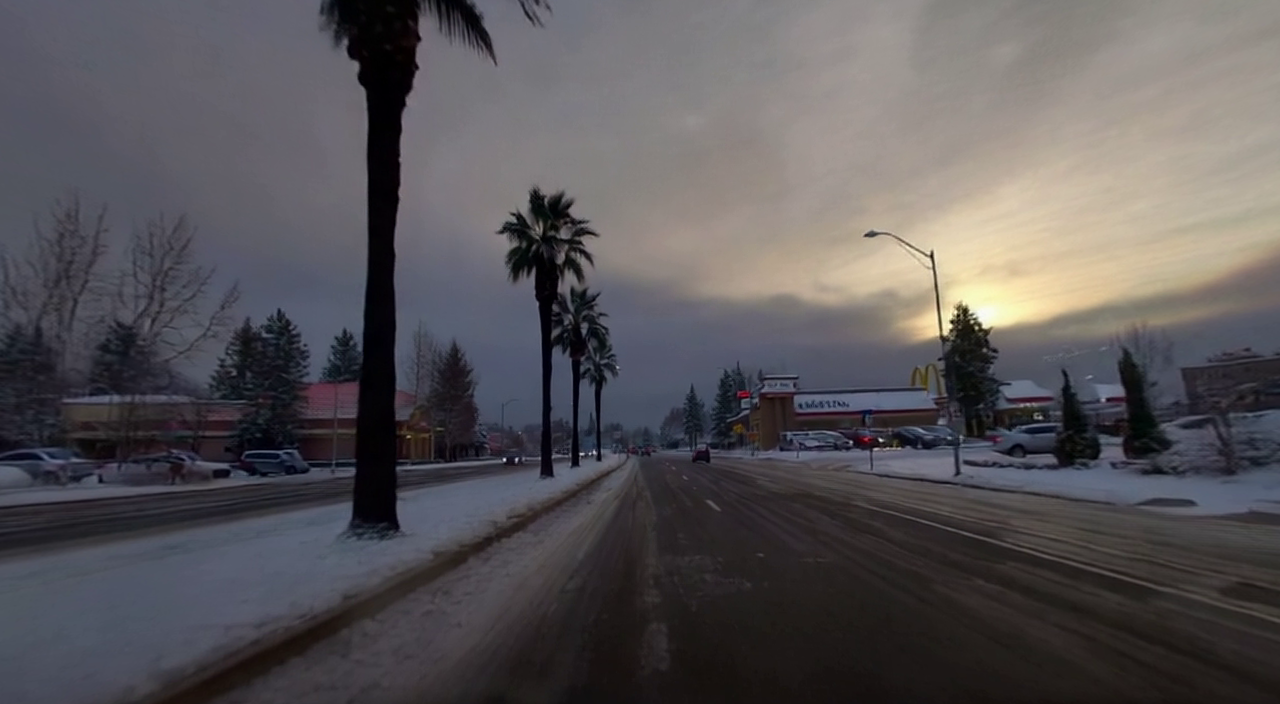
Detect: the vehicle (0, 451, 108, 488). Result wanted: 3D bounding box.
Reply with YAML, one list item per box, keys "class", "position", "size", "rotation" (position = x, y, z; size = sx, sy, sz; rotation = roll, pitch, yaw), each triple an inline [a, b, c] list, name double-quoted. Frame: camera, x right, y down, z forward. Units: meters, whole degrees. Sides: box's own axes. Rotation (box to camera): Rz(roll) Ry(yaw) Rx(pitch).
- class: "vehicle"
  position: [-27.898, 5.442, 29.620]
  size: [2.067, 1.563, 4.043]
  rotation: [-1, -8, 4]

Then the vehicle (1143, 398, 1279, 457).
- class: "vehicle"
  position: [19.170, 2.359, 19.553]
  size: [5.123, 1.730, 2.183]
  rotation: [-1, -8, 4]

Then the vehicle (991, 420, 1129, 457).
- class: "vehicle"
  position: [18.618, 3.877, 28.162]
  size: [4.691, 1.545, 1.900]
  rotation: [-1, -8, 4]
